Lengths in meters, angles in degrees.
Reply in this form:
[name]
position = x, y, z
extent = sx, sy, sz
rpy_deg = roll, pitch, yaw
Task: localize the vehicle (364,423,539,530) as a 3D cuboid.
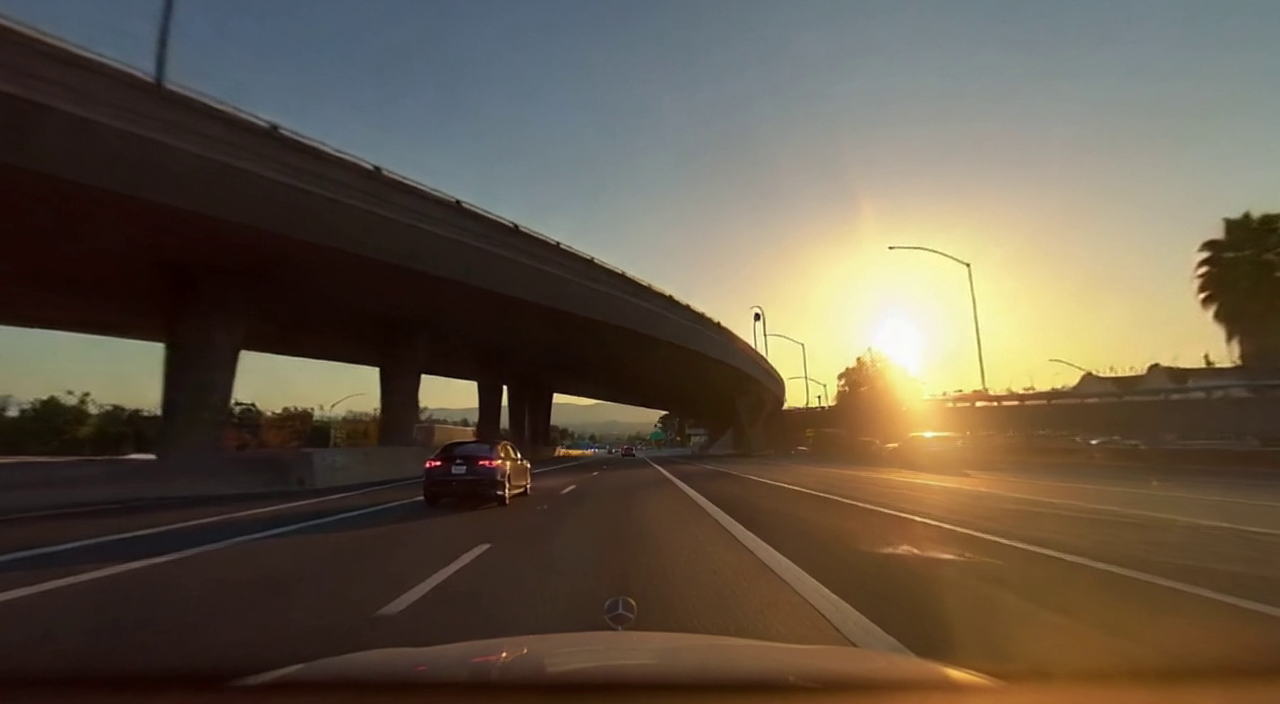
[vehicle]
position = -3.400, 2.339, 12.451
extent = 2.178, 1.699, 4.321
rpy_deg = 0, -8, -1
